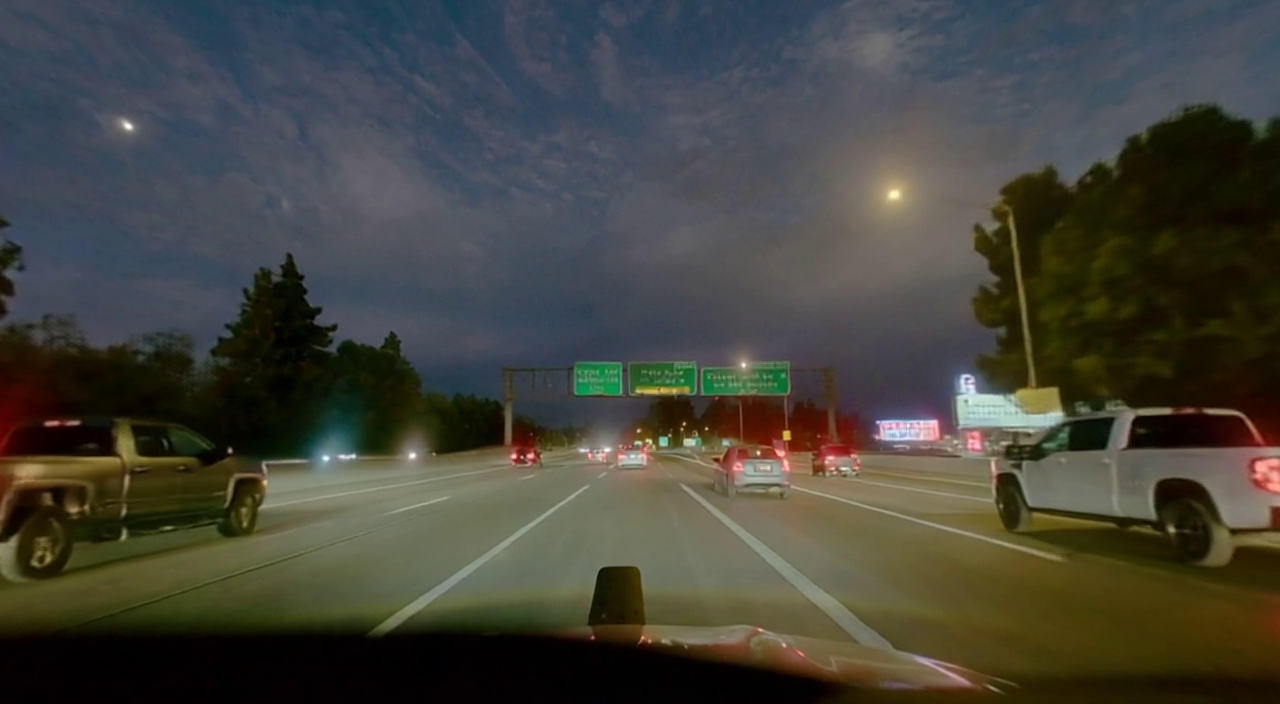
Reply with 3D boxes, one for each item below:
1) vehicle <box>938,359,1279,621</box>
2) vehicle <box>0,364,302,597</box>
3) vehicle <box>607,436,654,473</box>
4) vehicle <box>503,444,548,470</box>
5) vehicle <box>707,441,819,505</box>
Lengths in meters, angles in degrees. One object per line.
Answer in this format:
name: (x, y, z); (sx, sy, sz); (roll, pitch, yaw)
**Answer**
vehicle: (5.996, 1.318, 6.690); (2.635, 1.919, 5.907); (0, -8, -2)
vehicle: (-6.805, 1.383, 7.270); (2.444, 2.012, 6.122); (0, -8, 0)
vehicle: (-0.474, 5.430, 33.618); (2.323, 1.805, 4.729); (0, -8, -1)
vehicle: (-6.869, 6.350, 38.390); (1.920, 1.482, 4.385); (0, -8, 0)
vehicle: (3.065, 3.115, 16.752); (2.011, 1.462, 4.286); (0, -8, -1)
